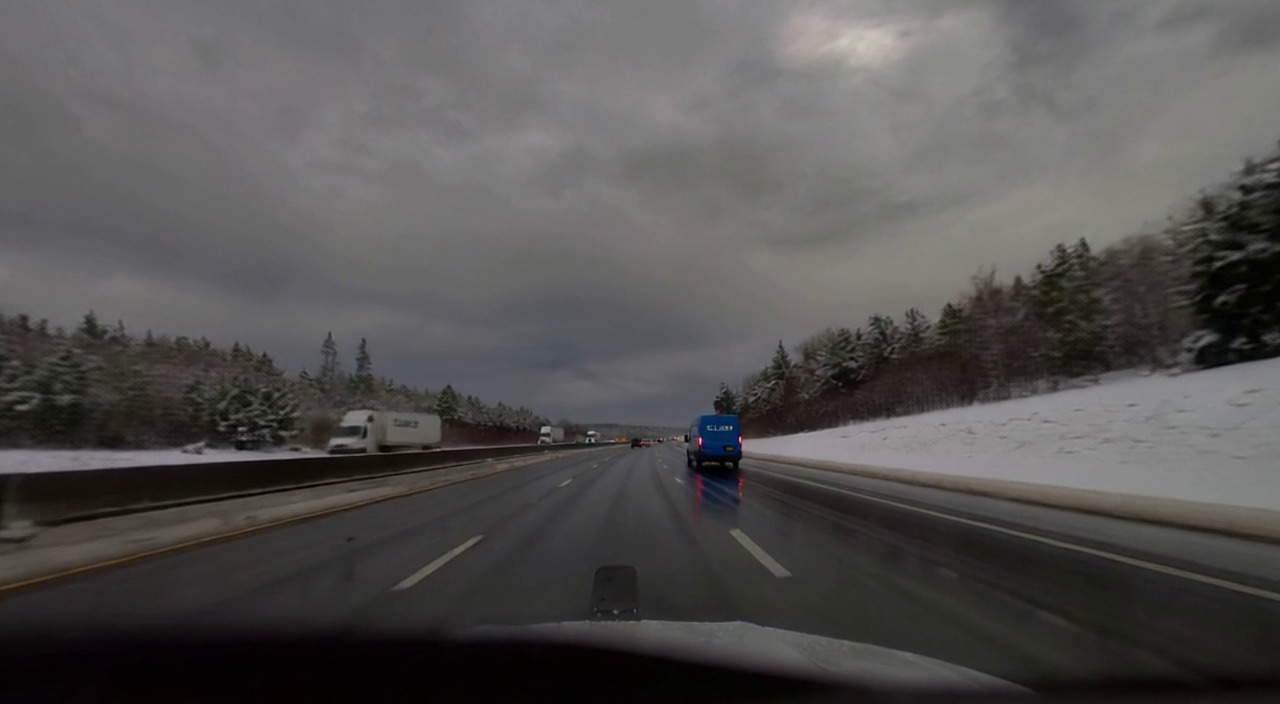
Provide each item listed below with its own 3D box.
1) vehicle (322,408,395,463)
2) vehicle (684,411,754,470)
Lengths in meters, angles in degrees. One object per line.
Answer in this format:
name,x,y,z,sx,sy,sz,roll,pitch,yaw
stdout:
vehicle,-22.143,6.649,49.911,2.928,3.992,6.013,-1,-8,1
vehicle,3.695,4.317,30.605,2.485,2.562,5.535,0,-8,-2
